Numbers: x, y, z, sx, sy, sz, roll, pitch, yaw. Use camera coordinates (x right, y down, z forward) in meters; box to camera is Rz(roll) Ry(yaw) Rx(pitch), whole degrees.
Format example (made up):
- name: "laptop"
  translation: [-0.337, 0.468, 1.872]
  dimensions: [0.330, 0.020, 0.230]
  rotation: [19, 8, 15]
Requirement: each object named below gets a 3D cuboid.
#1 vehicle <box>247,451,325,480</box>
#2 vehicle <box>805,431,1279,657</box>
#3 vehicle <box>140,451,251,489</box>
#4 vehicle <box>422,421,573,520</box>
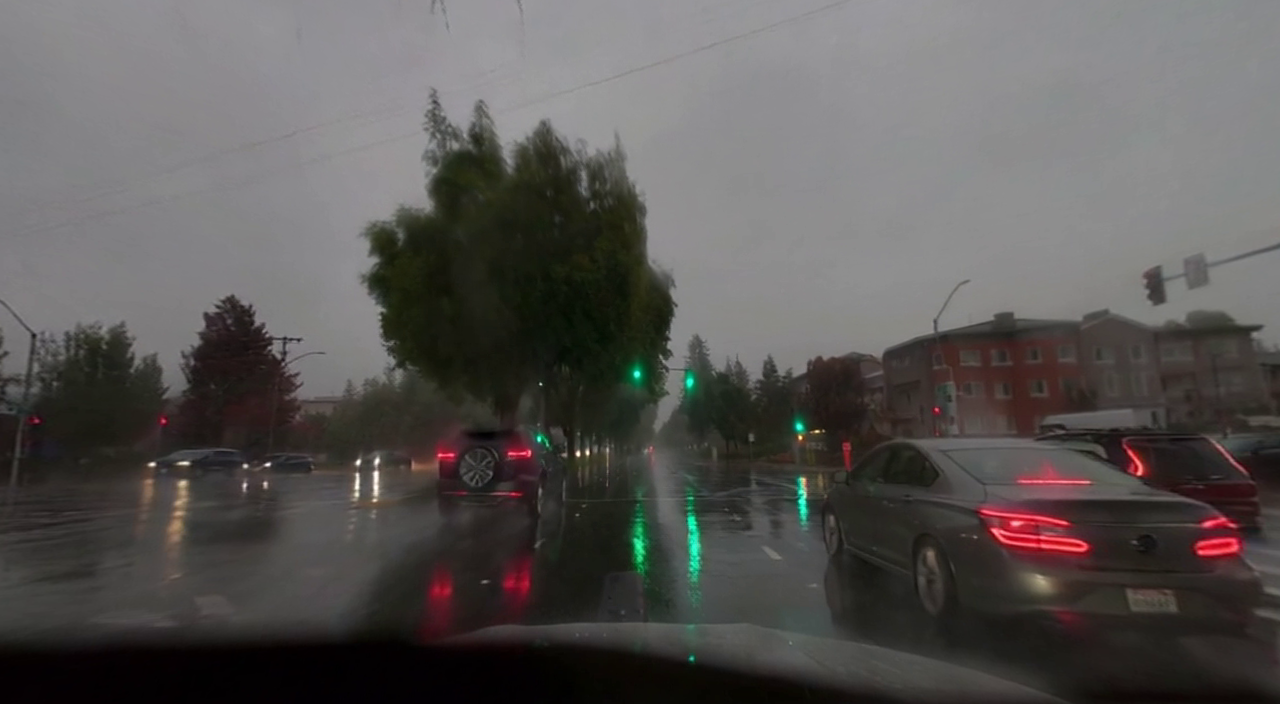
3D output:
- name: "vehicle"
  translation: [-26.900, 8.595, 47.998]
  dimensions: [2.278, 2.000, 5.570]
  rotation: [-1, -8, 5]
- name: "vehicle"
  translation: [3.282, 1.589, 6.418]
  dimensions: [1.990, 1.454, 4.490]
  rotation: [0, -8, 0]
- name: "vehicle"
  translation: [-22.035, 5.818, 31.399]
  dimensions: [1.908, 1.642, 4.910]
  rotation: [0, -8, 0]
- name: "vehicle"
  translation: [-3.061, 2.672, 14.792]
  dimensions: [2.231, 1.898, 4.985]
  rotation: [0, -8, 2]
